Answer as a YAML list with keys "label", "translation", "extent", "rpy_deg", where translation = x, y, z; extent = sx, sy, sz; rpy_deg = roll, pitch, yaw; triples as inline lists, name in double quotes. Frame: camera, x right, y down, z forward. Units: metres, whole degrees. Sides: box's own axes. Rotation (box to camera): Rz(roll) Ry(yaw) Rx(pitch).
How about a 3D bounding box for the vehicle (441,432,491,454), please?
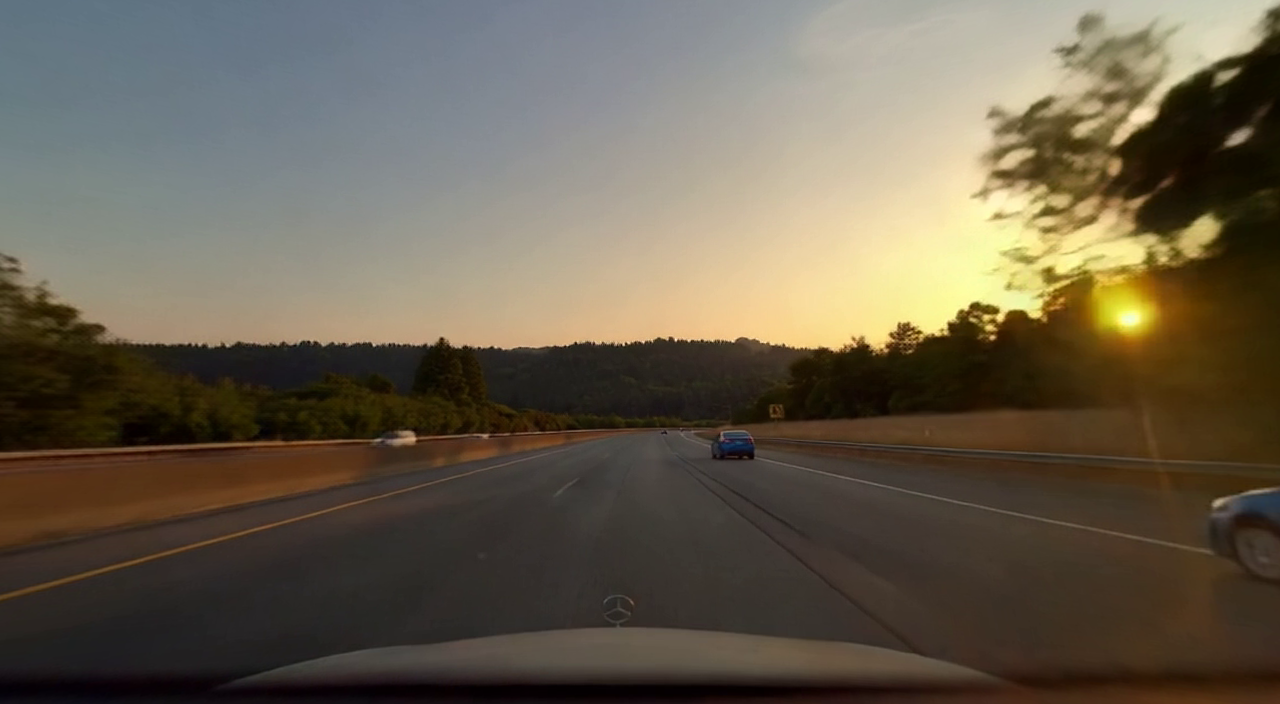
- label: "vehicle"
  translation: [-10.461, 5.514, 38.081]
  extent: [1.778, 1.254, 4.301]
  rpy_deg: [0, -8, 1]

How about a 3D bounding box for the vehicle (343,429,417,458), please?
- label: "vehicle"
  translation: [-14.360, 5.090, 35.076]
  extent: [2.089, 1.504, 4.578]
  rpy_deg: [0, -8, 1]

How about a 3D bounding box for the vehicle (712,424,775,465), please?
- label: "vehicle"
  translation: [4.057, 3.697, 25.232]
  extent: [1.765, 1.510, 3.762]
  rpy_deg: [0, -8, -2]
